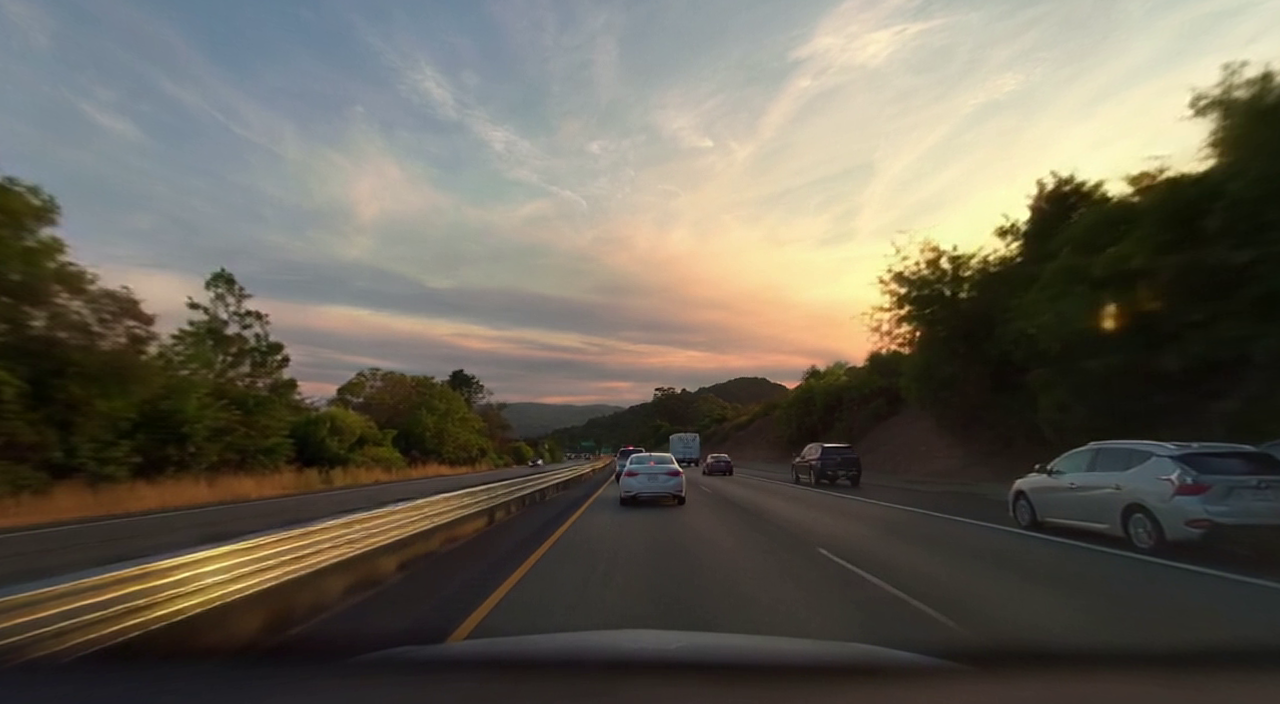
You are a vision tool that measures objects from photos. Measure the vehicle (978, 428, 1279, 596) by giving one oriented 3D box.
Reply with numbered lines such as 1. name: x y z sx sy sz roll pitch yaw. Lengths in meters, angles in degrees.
1. vehicle: 6.301 1.755 7.746 1.965 1.484 4.090 0 -9 0

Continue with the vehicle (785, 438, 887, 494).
1. vehicle: 6.514 3.834 21.490 1.980 1.702 4.235 0 -9 -2

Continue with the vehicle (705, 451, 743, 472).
1. vehicle: 5.979 7.811 45.059 1.921 1.451 3.841 0 -9 -4

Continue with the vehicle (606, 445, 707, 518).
1. vehicle: 0.306 2.994 15.021 2.076 1.485 3.774 0 -9 -1
